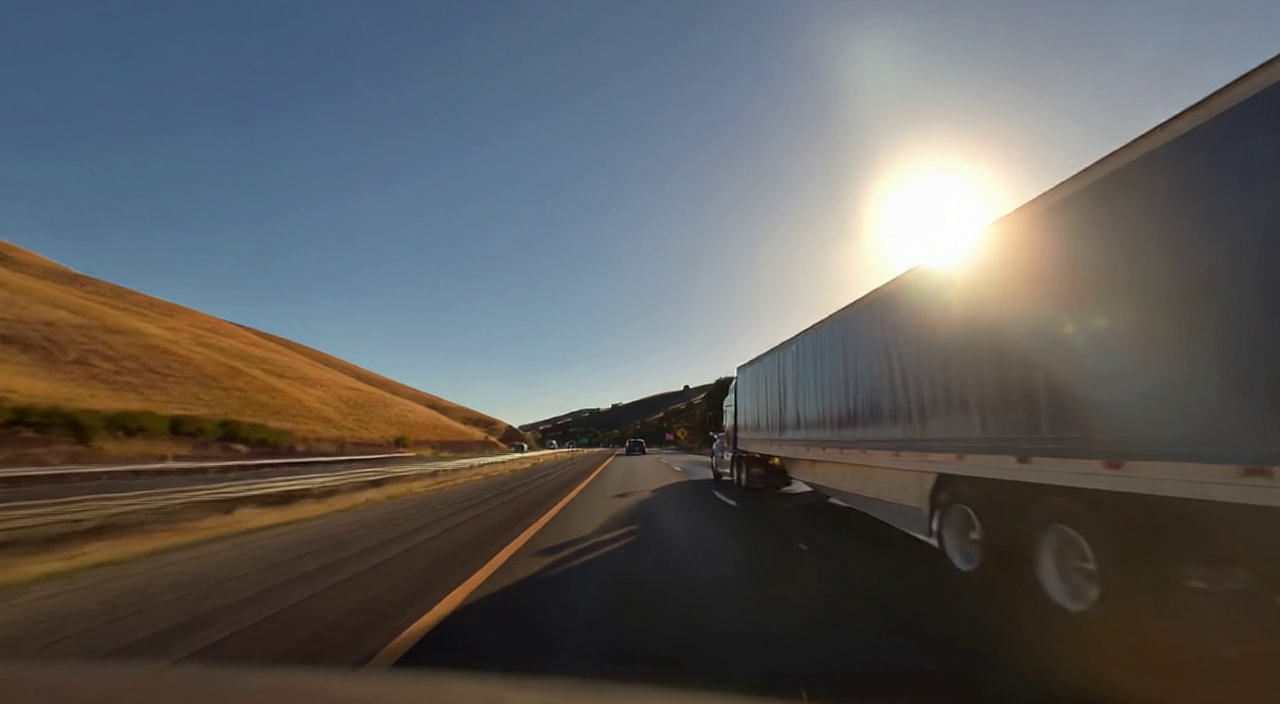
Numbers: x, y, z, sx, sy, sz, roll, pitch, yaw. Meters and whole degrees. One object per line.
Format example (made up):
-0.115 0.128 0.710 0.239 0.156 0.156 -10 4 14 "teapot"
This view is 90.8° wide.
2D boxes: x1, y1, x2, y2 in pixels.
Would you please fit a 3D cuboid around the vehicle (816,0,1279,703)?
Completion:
4.134 -0.164 4.250 3.039 4.342 9.556 0 -8 0 "vehicle"
